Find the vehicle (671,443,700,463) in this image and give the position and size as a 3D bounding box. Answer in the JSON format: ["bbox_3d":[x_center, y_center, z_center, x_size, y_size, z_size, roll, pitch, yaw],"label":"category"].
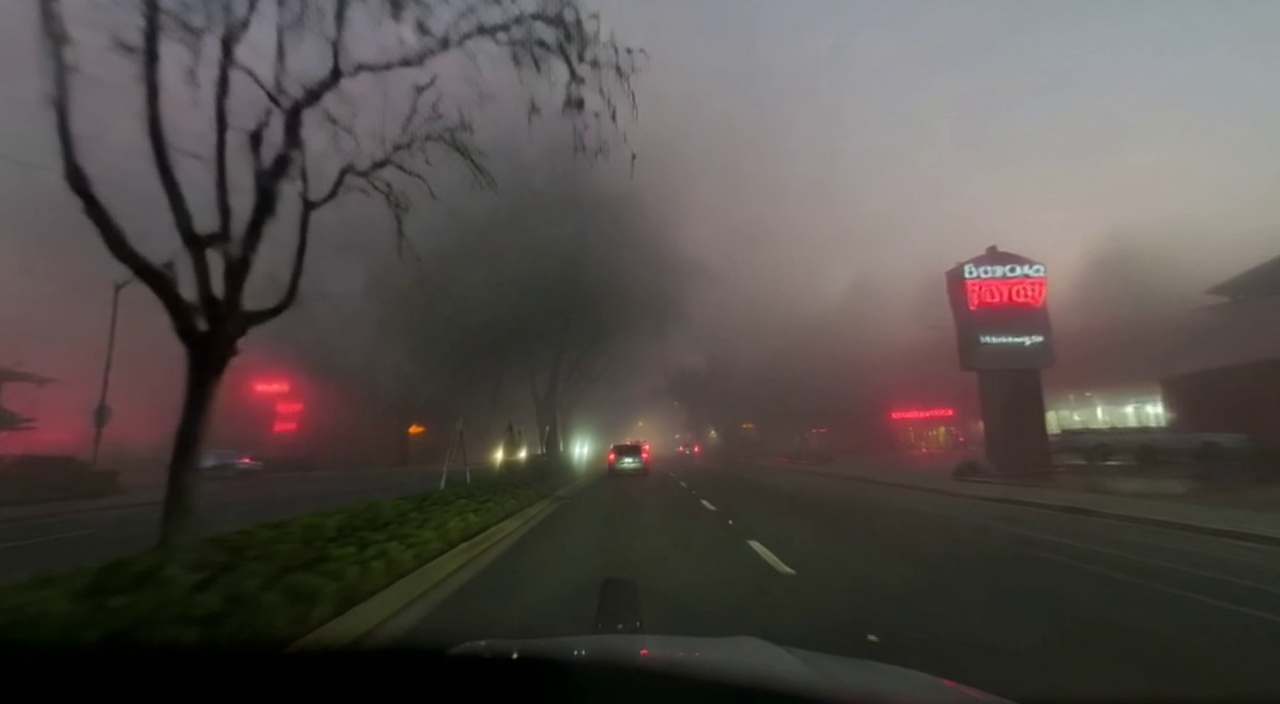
[{"bbox_3d":[3.490,7.804,49.099,1.910,1.474,4.003,0,-9,-1],"label":"vehicle"}]

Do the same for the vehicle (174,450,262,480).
[{"bbox_3d":[-23.536,6.311,35.295,3.650,1.487,1.757,-1,-8,-1],"label":"vehicle"}]

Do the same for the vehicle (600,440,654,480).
[{"bbox_3d":[-0.495,4.330,25.548,2.006,1.487,3.535,0,-9,0],"label":"vehicle"}]

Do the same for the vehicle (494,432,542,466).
[{"bbox_3d":[-8.558,6.901,44.897,2.274,2.201,5.710,0,-9,0],"label":"vehicle"}]
